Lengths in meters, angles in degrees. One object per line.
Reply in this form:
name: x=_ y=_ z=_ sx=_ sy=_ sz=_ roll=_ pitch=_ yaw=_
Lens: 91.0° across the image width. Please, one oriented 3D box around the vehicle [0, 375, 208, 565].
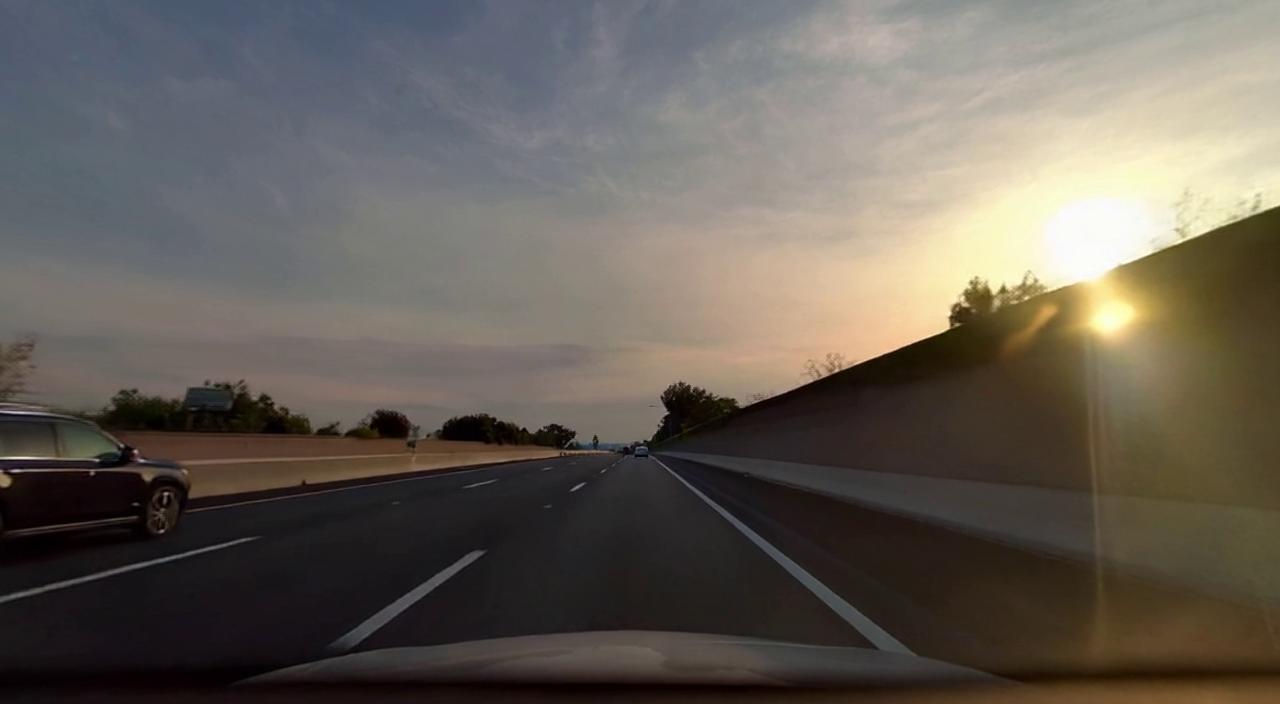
vehicle: x=-7.719 y=1.300 z=7.069 sx=2.163 sy=1.947 sz=4.959 roll=0 pitch=-8 yaw=0
